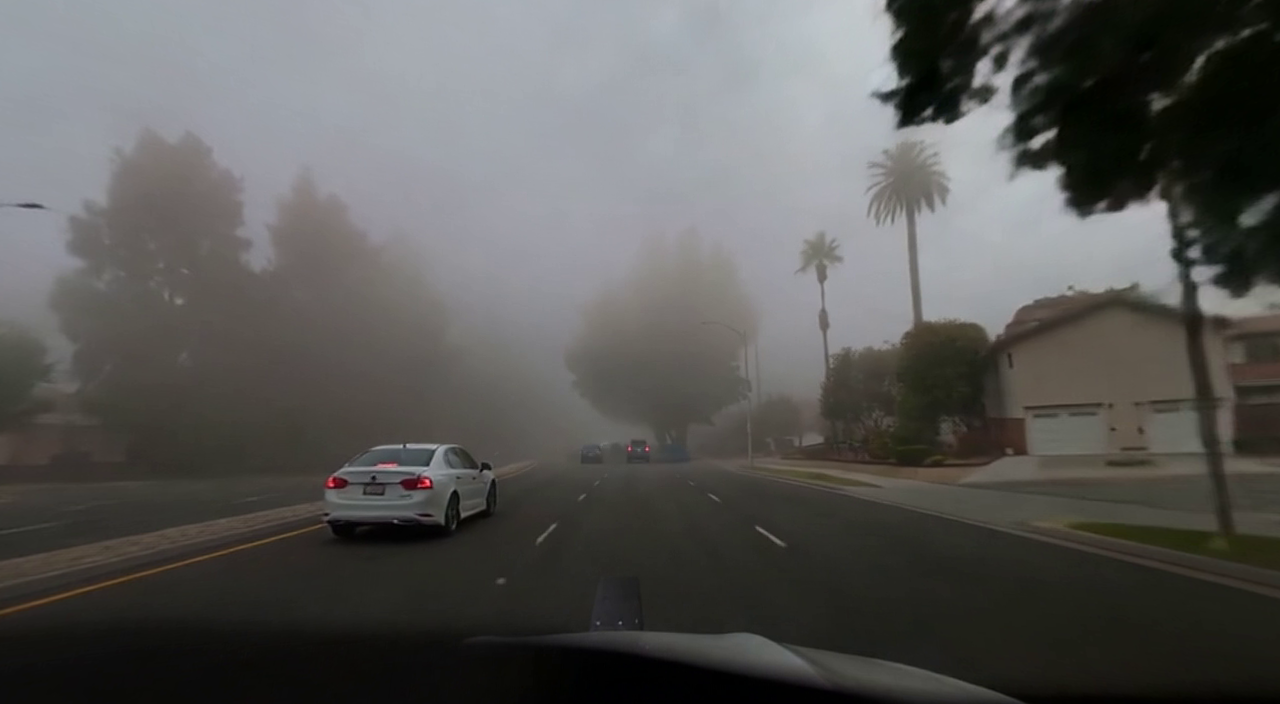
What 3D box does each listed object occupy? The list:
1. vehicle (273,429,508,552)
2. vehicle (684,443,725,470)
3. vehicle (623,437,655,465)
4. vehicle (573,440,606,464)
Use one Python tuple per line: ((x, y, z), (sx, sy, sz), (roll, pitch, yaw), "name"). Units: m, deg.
((-3.461, 1.984, 9.868), (1.844, 1.451, 4.543), (0, -8, 0), "vehicle")
((3.691, 6.034, 36.815), (1.830, 1.451, 4.009), (1, -8, -2), "vehicle")
((-0.087, 6.663, 42.763), (2.043, 1.734, 4.253), (1, -8, -2), "vehicle")
((-3.490, 6.921, 44.012), (2.000, 1.569, 3.794), (0, -8, -1), "vehicle")
